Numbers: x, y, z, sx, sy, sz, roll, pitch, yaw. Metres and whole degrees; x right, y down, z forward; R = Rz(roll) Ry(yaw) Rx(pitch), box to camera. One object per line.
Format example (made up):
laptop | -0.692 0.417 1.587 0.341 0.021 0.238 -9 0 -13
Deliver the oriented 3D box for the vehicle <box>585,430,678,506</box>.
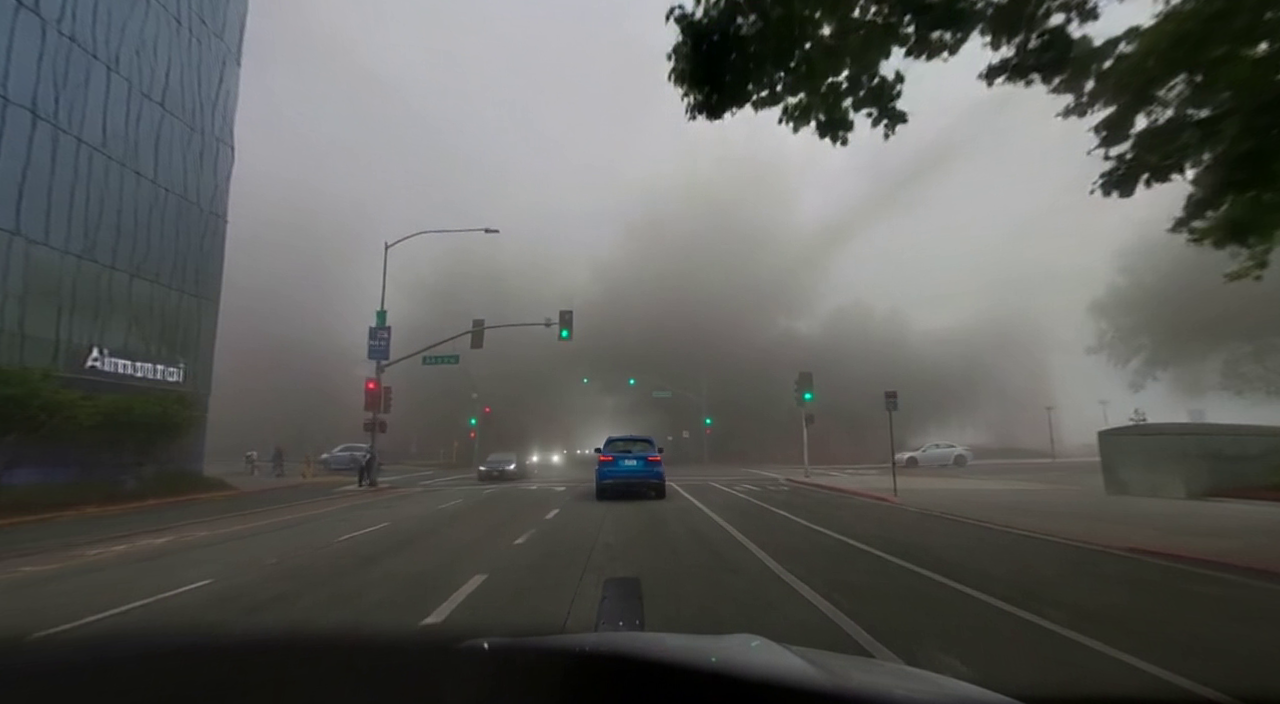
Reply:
vehicle | -0.265 3.047 17.042 2.183 1.765 4.059 0 -8 -2

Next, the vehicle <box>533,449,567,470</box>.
vehicle | -6.910 8.310 48.997 1.934 1.476 4.457 0 -8 1

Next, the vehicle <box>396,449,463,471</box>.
vehicle | -16.619 8.512 49.946 4.588 1.582 1.980 6 -11 -33

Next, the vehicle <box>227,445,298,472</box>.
vehicle | -26.655 7.494 44.566 4.393 1.730 2.151 -5 -9 26

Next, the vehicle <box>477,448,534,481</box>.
vehicle | -6.588 5.546 31.347 1.908 1.475 4.337 0 -8 0
